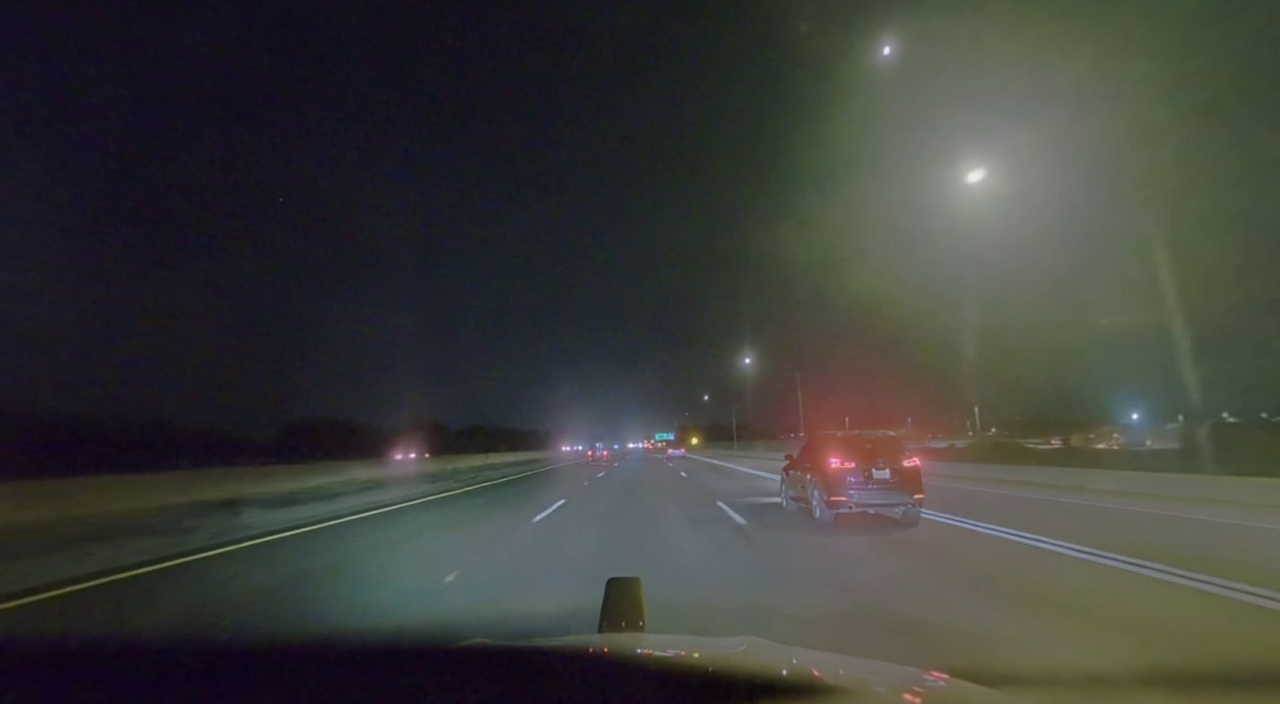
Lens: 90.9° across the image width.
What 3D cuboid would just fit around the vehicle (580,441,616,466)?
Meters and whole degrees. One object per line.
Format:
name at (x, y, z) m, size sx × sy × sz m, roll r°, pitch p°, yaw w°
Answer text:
vehicle at (-3.039, 7.467, 46.596) m, size 2.319 × 1.738 × 4.355 m, roll 0°, pitch -8°, yaw 0°
